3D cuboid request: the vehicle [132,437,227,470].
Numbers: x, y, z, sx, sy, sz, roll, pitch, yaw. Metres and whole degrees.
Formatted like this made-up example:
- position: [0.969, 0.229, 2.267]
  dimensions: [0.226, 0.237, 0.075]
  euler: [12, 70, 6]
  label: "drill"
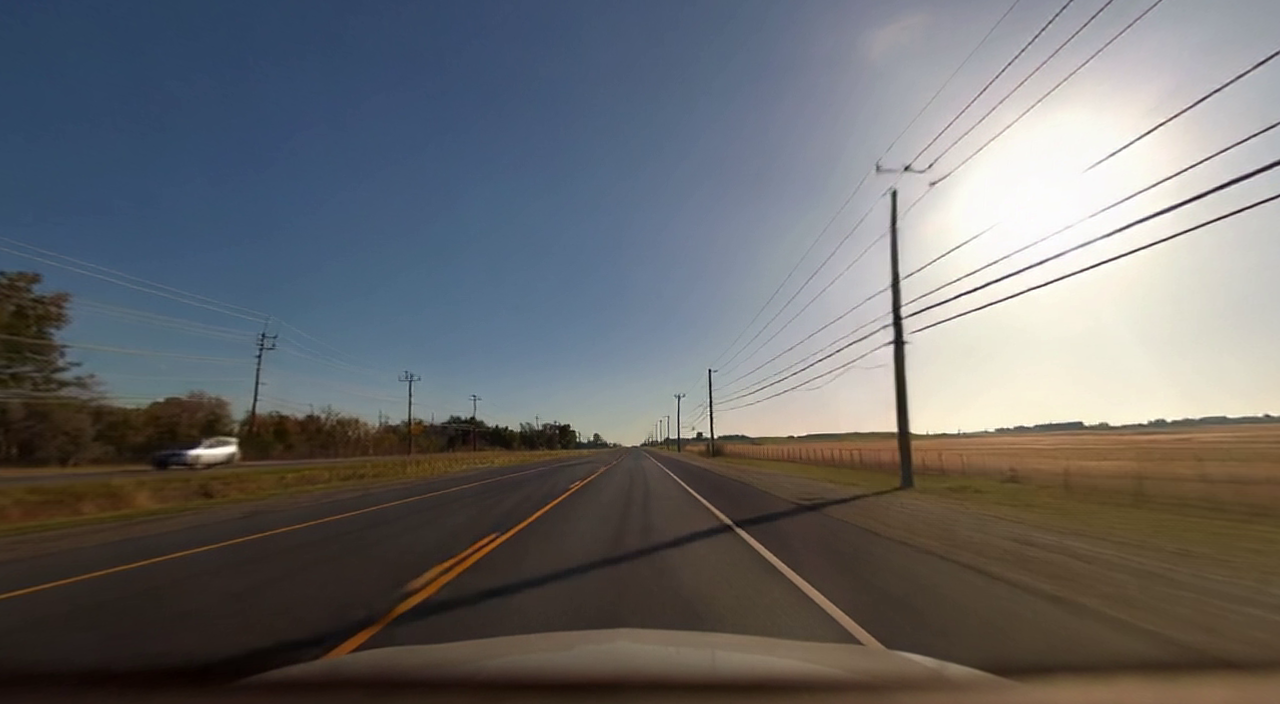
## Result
- position: [-25.139, 5.565, 34.617]
  dimensions: [1.895, 1.642, 4.415]
  euler: [0, -9, 0]
  label: "vehicle"
